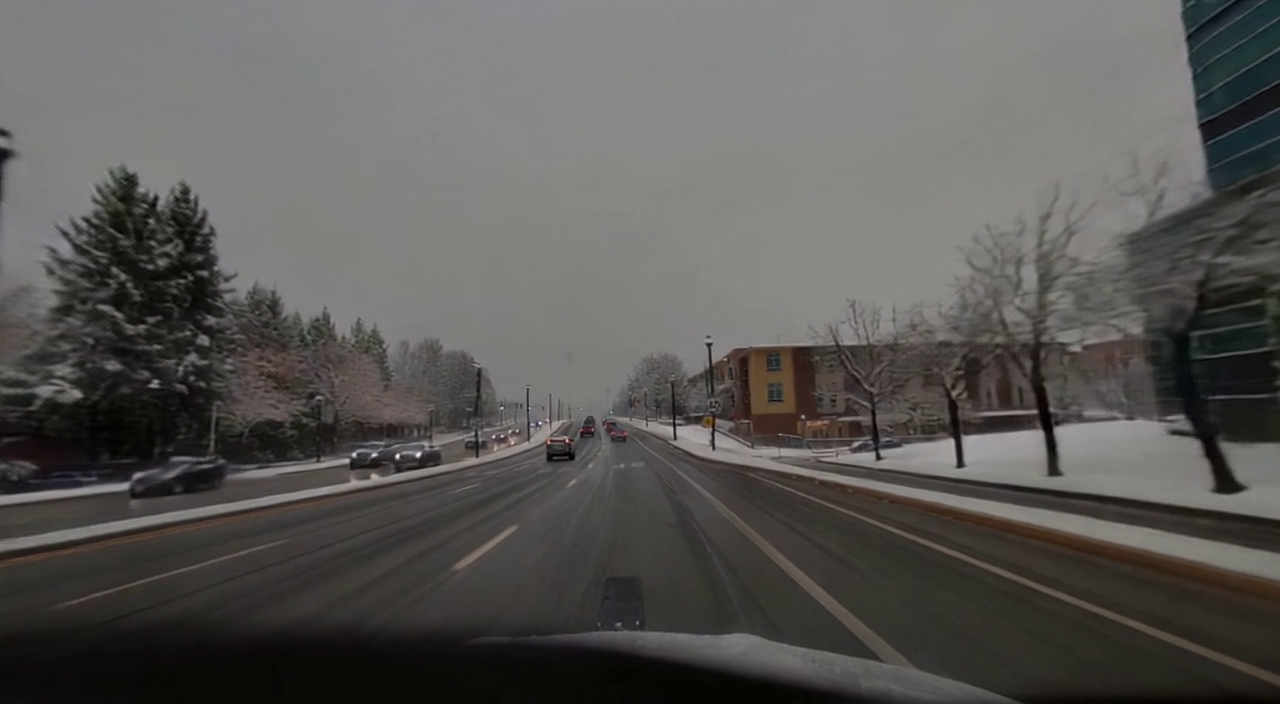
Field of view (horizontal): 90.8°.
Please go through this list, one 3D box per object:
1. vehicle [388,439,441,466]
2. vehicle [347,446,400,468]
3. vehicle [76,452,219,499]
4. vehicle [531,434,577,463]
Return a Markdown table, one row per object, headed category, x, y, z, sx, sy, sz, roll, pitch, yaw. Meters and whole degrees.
| category | x | y | z | sx | sy | sz | roll | pitch | yaw |
| --- | --- | --- | --- | --- | --- | --- | --- | --- | --- |
| vehicle | -15.796 | 7.063 | 44.536 | 1.990 | 1.739 | 4.544 | -1 | -8 | 2 |
| vehicle | -19.397 | 7.660 | 46.184 | 1.976 | 1.415 | 4.341 | -1 | -8 | 1 |
| vehicle | -20.158 | 5.044 | 26.182 | 2.077 | 1.655 | 4.570 | -1 | -8 | 3 |
| vehicle | -4.752 | 5.376 | 35.343 | 2.025 | 1.474 | 4.292 | -1 | -8 | -1 |
